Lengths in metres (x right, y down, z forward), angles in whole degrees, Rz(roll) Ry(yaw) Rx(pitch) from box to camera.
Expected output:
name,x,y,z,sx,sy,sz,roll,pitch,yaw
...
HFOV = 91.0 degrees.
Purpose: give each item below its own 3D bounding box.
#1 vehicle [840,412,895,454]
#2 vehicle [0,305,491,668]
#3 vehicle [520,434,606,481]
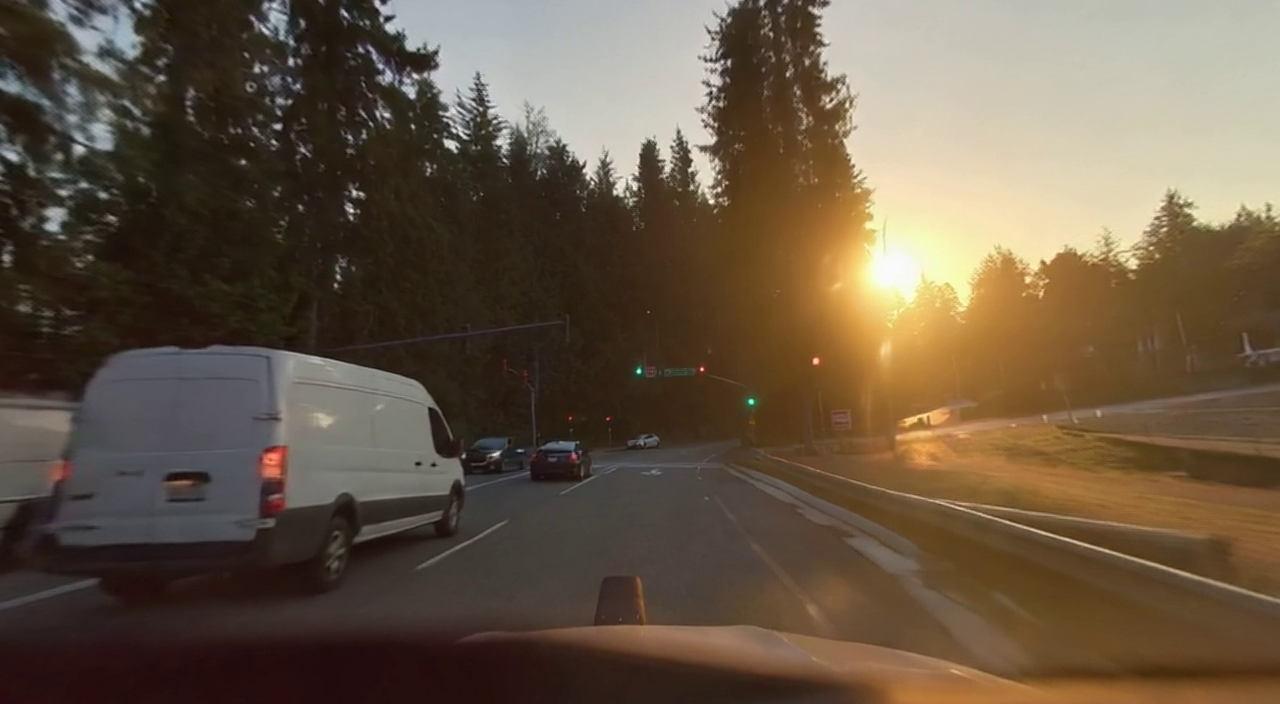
name,x,y,z,sx,sy,sz,roll,pitch,yaw
vehicle,10.896,3.904,30.071,2.434,1.886,1.216,6,-10,-35
vehicle,-3.382,1.156,6.451,2.362,2.185,5.212,0,-8,1
vehicle,-2.620,3.751,22.668,2.088,1.484,4.572,-1,-8,6
